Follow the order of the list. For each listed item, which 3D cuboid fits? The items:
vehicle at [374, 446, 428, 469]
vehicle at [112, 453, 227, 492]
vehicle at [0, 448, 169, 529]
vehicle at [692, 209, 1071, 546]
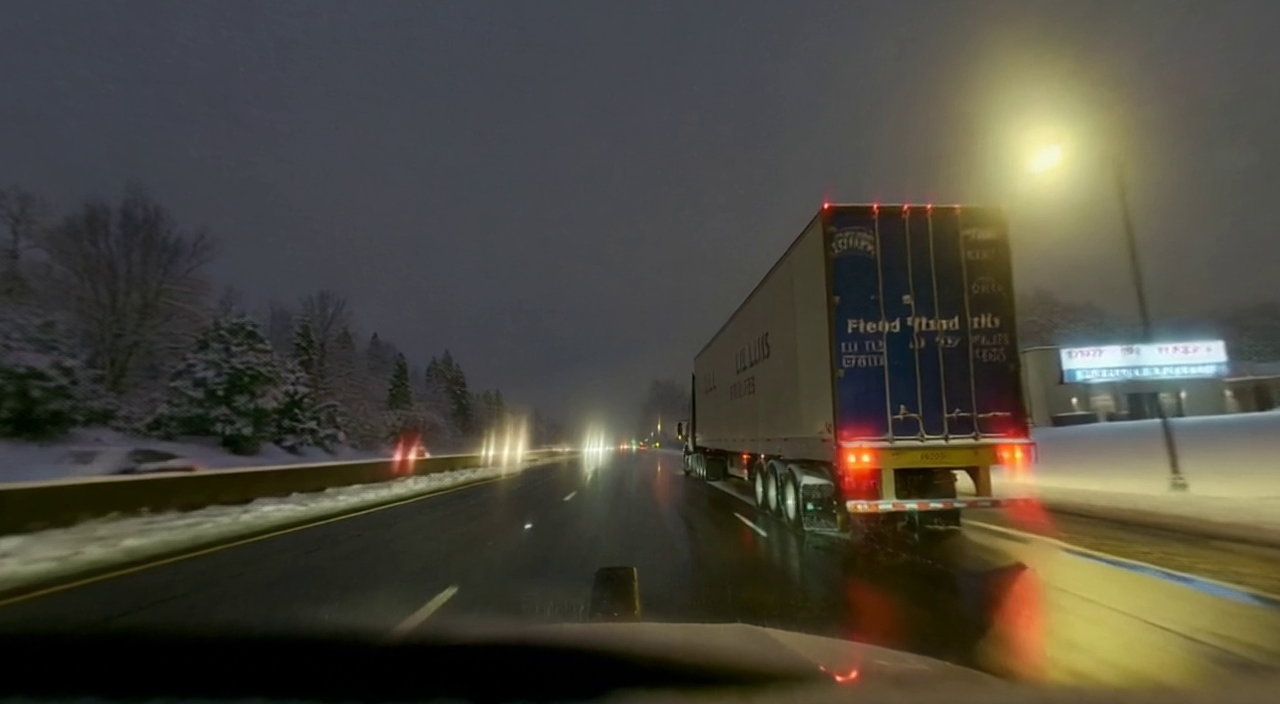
[{"bbox_3d":[-15.056,6.666,40.023,1.825,1.400,3.849,0,-9,1],"label":"vehicle"},{"bbox_3d":[-18.379,4.694,24.882,1.790,1.357,3.540,0,-9,0],"label":"vehicle"},{"bbox_3d":[-10.864,2.472,11.947,1.423,1.311,3.159,0,-9,0],"label":"vehicle"},{"bbox_3d":[3.746,1.525,16.675,2.891,4.387,17.121,0,-9,-1],"label":"vehicle"}]
